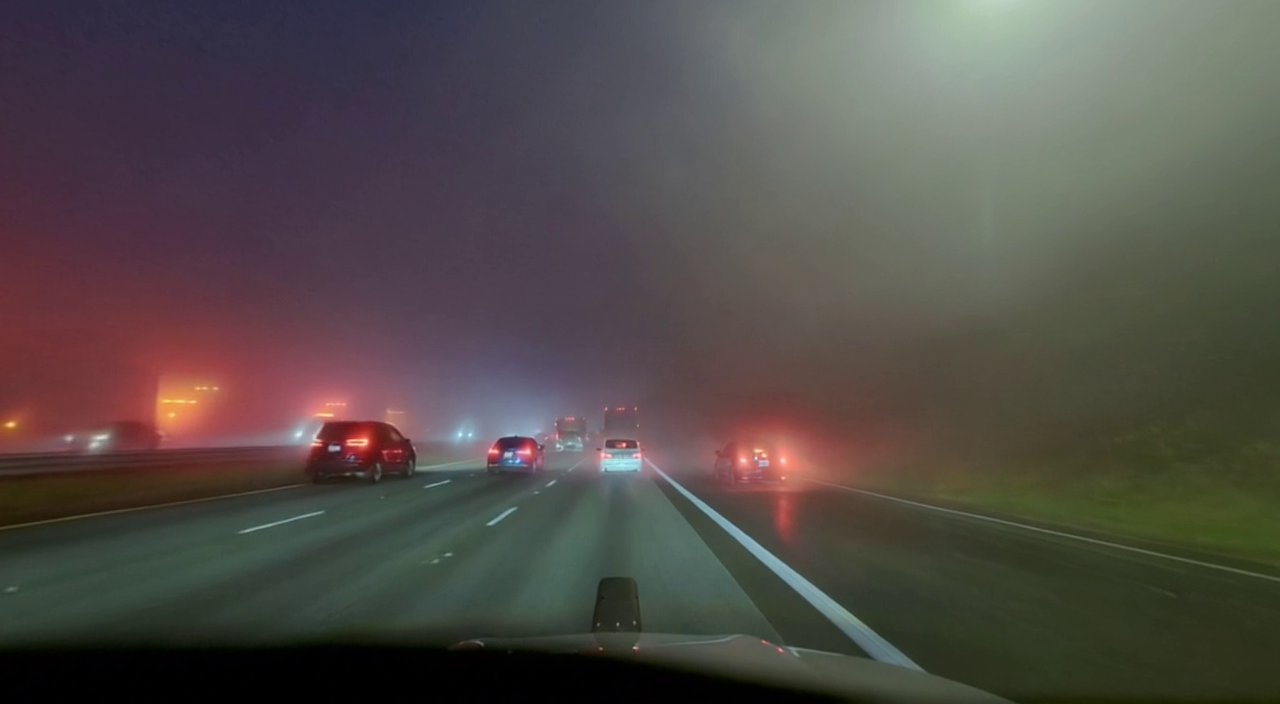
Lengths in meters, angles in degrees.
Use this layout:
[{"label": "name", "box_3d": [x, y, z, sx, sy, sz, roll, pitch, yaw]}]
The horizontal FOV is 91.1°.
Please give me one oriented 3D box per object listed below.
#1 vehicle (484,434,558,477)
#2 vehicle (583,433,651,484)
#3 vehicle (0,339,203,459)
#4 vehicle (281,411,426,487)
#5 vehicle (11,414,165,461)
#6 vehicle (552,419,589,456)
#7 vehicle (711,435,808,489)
[{"label": "vehicle", "box_3d": [-4.448, 3.909, 24.208, 2.046, 1.493, 4.384, 0, -8, 0]}, {"label": "vehicle", "box_3d": [-0.702, 3.398, 20.400, 1.980, 1.478, 3.758, 0, -8, -1]}, {"label": "vehicle", "box_3d": [-23.010, 2.001, 24.171, 2.881, 3.978, 14.159, 0, -8, -3]}, {"label": "vehicle", "box_3d": [-8.220, 2.834, 18.665, 2.158, 1.943, 4.662, 0, -8, -1]}, {"label": "vehicle", "box_3d": [-19.268, 3.014, 22.228, 1.873, 1.475, 4.034, 0, -8, -2]}, {"label": "vehicle", "box_3d": [-5.176, 6.477, 47.643, 2.303, 2.610, 6.579, 0, -8, -2]}, {"label": "vehicle", "box_3d": [3.563, 3.353, 19.674, 1.981, 1.474, 4.396, 0, -8, -3]}]
